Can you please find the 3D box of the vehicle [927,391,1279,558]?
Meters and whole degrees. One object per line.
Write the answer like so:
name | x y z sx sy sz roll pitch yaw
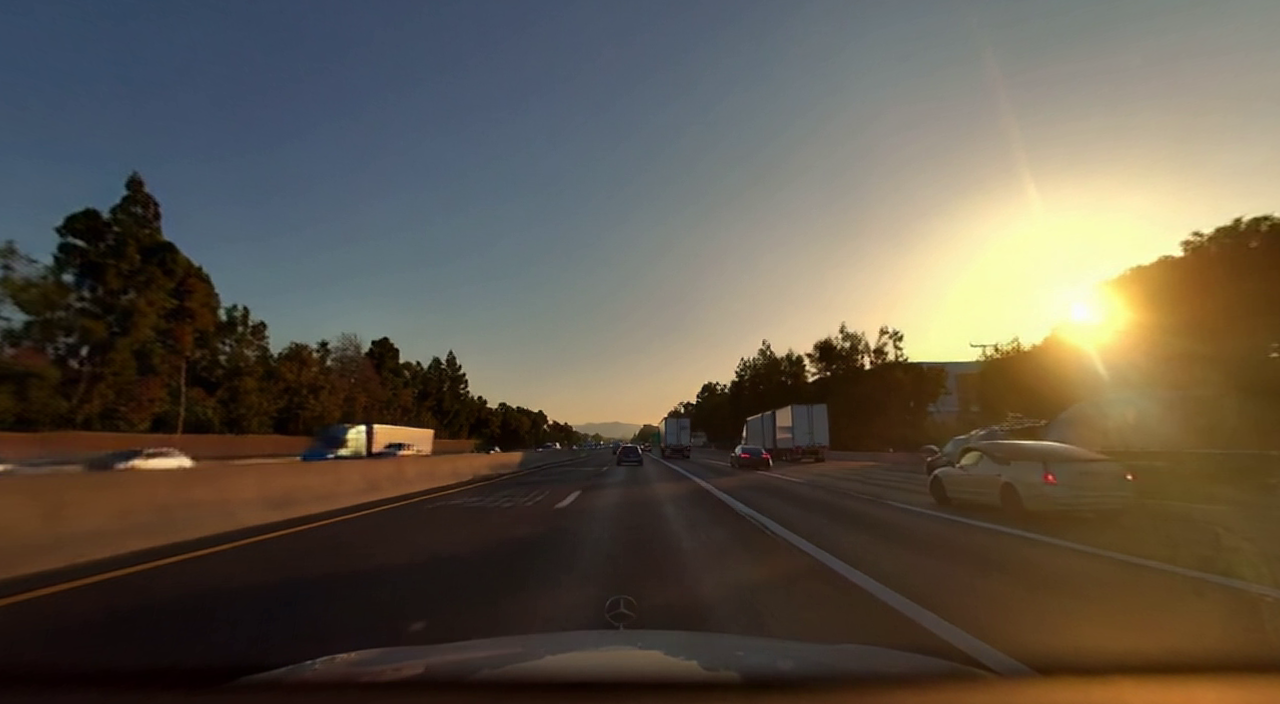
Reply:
vehicle | 7.359 1.916 10.559 2.369 2.007 5.700 0 -9 -1

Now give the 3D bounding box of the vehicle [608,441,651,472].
vehicle | -0.531 5.555 33.738 2.163 1.551 4.180 0 -9 0

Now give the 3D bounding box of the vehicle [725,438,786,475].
vehicle | 5.499 5.049 30.659 2.154 1.658 4.347 0 -9 0

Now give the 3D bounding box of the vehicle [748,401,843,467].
vehicle | 11.349 6.510 48.756 2.898 4.171 17.188 0 -9 0

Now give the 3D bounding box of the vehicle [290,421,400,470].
vehicle | -20.167 6.528 44.102 2.885 3.005 9.889 0 -9 0

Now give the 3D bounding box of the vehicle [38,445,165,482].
vehicle | -24.185 5.019 28.642 1.782 1.512 4.570 0 -9 -1
